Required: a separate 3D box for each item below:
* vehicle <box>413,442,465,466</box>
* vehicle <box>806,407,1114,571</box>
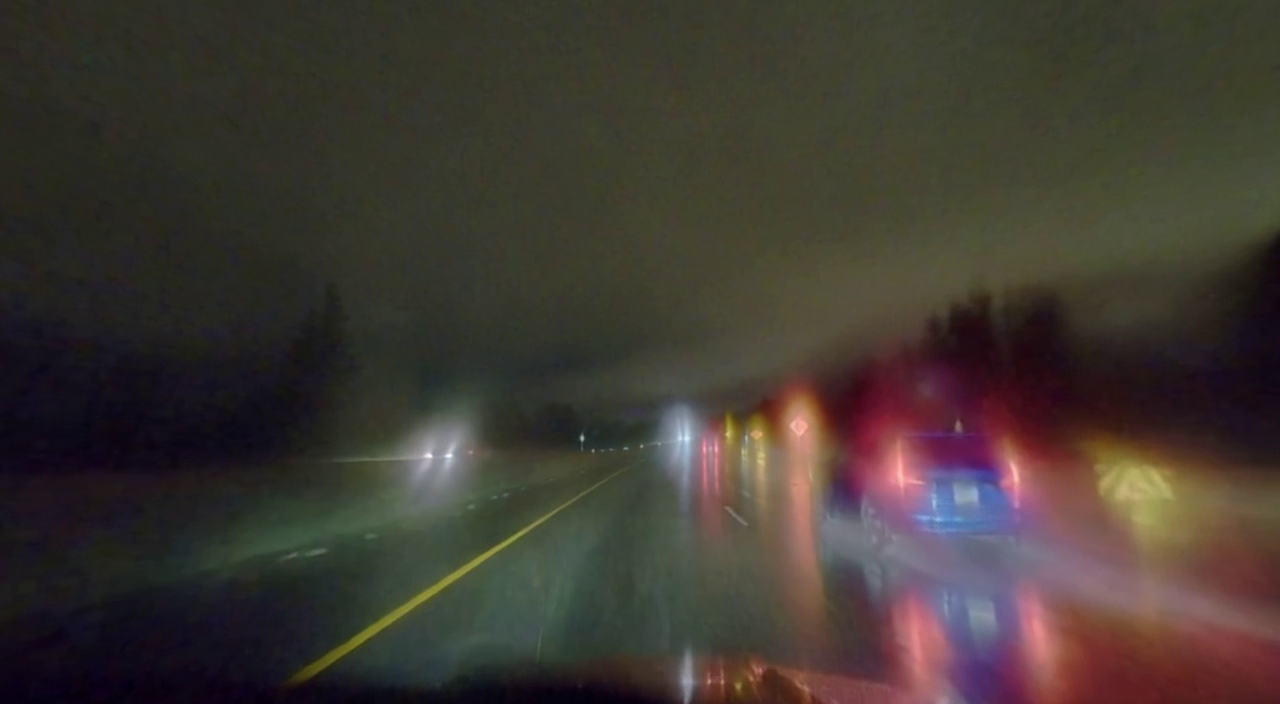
[{"bbox_3d":[-15.491,7.889,48.947,2.176,1.729,4.737,-1,-8,4],"label":"vehicle"},{"bbox_3d":[4.017,1.791,8.998,2.143,1.730,4.303,-1,-8,1],"label":"vehicle"}]
